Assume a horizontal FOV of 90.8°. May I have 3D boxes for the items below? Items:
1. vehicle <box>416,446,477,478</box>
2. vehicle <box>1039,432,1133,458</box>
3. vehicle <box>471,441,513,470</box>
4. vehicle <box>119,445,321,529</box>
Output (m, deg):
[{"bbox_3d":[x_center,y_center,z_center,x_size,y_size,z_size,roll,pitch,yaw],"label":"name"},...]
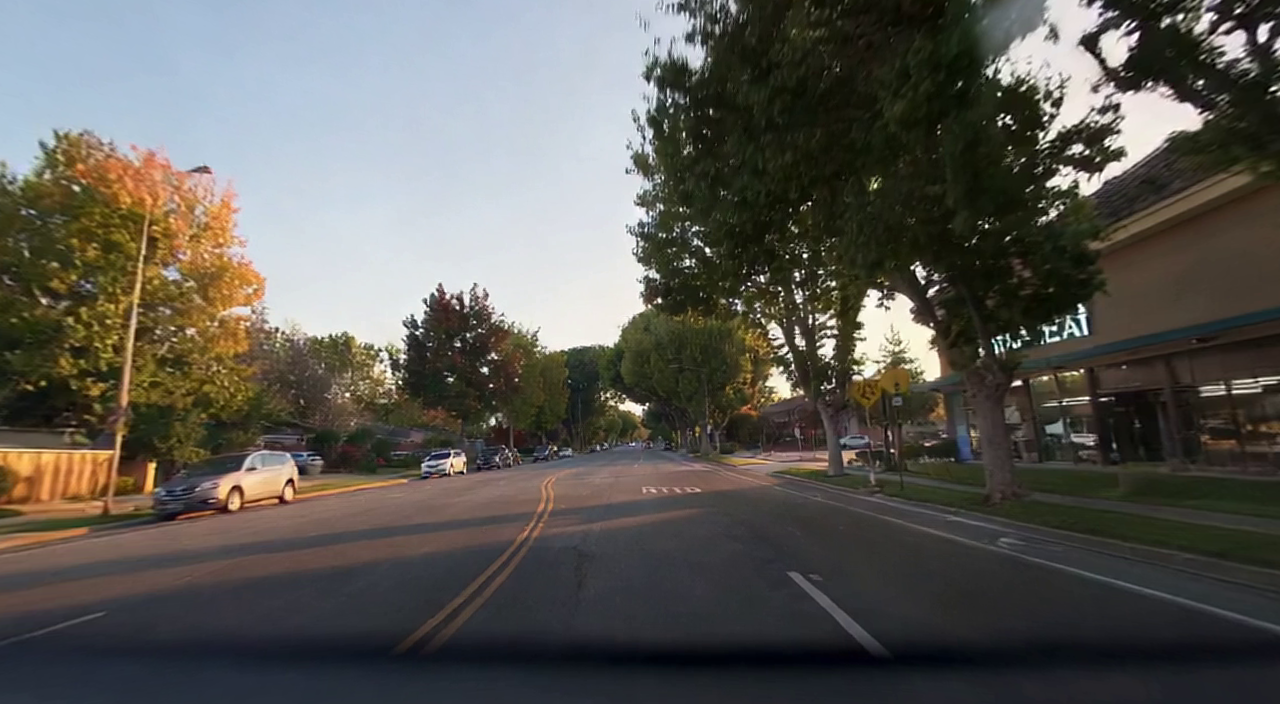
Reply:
[{"bbox_3d":[-11.123,6.323,36.729,1.950,1.720,4.868,0,-8,1],"label":"vehicle"},{"bbox_3d":[30.850,6.454,43.883,1.960,1.670,4.863,4,-9,-25],"label":"vehicle"},{"bbox_3d":[-10.993,7.702,47.238,2.015,1.884,4.488,-6,-8,-2],"label":"vehicle"},{"bbox_3d":[-11.098,3.530,17.308,2.135,1.802,4.910,-2,-7,1],"label":"vehicle"}]
